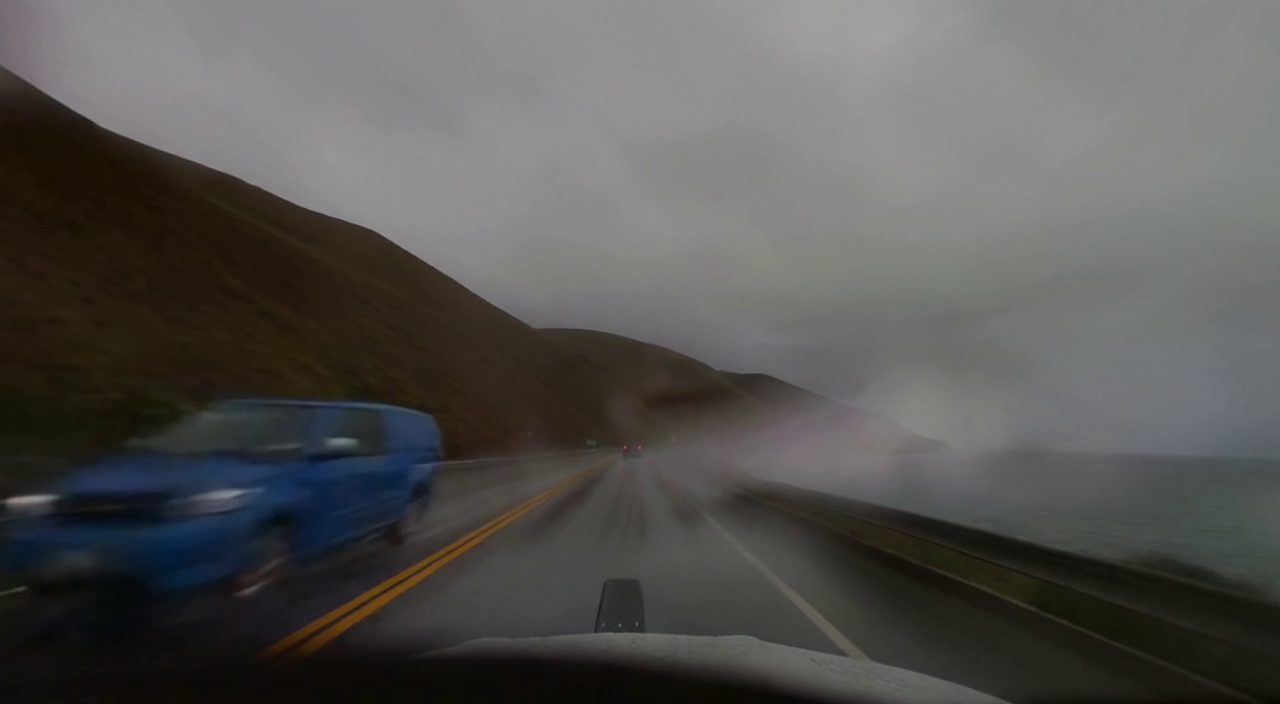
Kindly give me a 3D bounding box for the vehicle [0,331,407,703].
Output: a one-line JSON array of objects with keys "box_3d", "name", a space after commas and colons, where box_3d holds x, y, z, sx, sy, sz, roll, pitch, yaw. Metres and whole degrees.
[{"box_3d": [-4.093, 1.182, 5.331, 2.180, 1.826, 5.350, 0, -9, 0], "name": "vehicle"}]
